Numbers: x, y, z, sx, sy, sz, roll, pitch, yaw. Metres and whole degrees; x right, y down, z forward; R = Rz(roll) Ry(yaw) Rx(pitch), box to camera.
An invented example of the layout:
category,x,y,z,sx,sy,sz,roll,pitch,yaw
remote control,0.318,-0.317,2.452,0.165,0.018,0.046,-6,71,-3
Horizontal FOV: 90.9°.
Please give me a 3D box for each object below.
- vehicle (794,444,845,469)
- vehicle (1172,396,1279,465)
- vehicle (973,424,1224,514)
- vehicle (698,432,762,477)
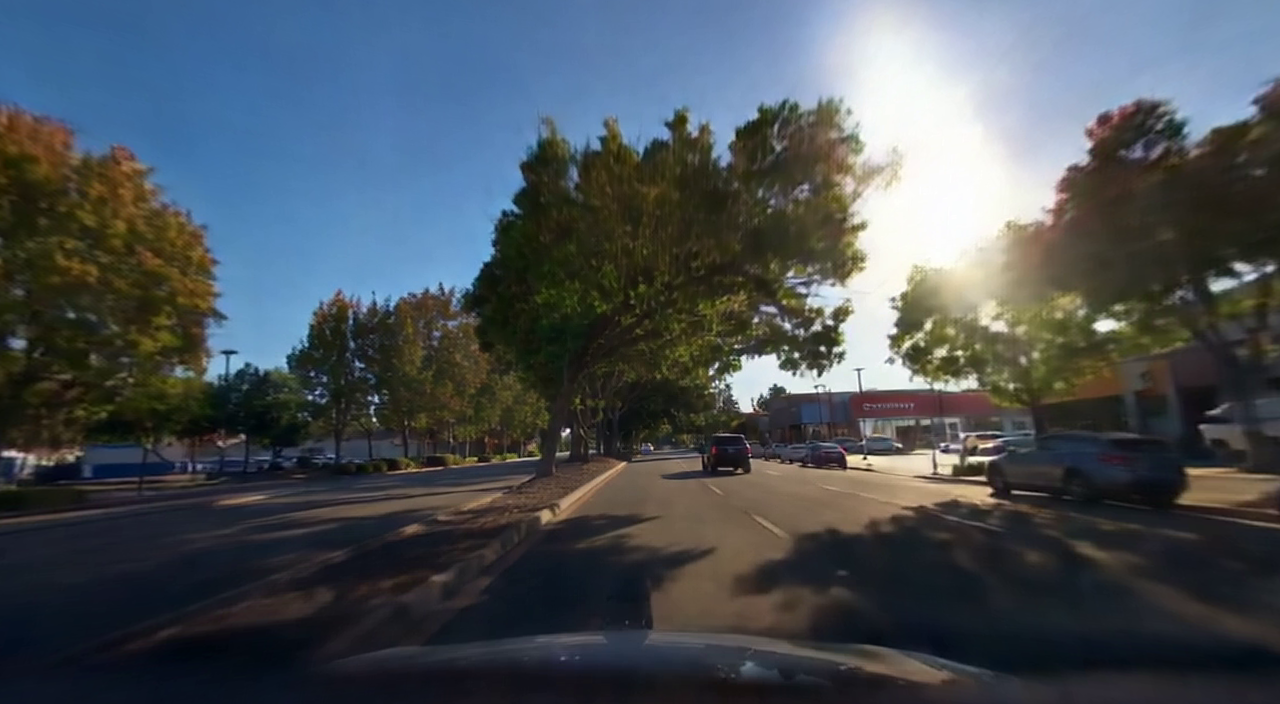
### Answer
category,x,y,z,sx,sy,sz,roll,pitch,yaw
vehicle,11.236,6.556,39.716,1.842,1.474,4.456,0,-9,0
vehicle,19.538,2.352,18.798,2.175,1.965,5.909,0,-9,0
vehicle,10.587,2.737,15.266,2.247,1.799,5.025,0,-9,0
vehicle,3.979,4.643,28.630,2.183,1.845,4.482,0,-9,-1
